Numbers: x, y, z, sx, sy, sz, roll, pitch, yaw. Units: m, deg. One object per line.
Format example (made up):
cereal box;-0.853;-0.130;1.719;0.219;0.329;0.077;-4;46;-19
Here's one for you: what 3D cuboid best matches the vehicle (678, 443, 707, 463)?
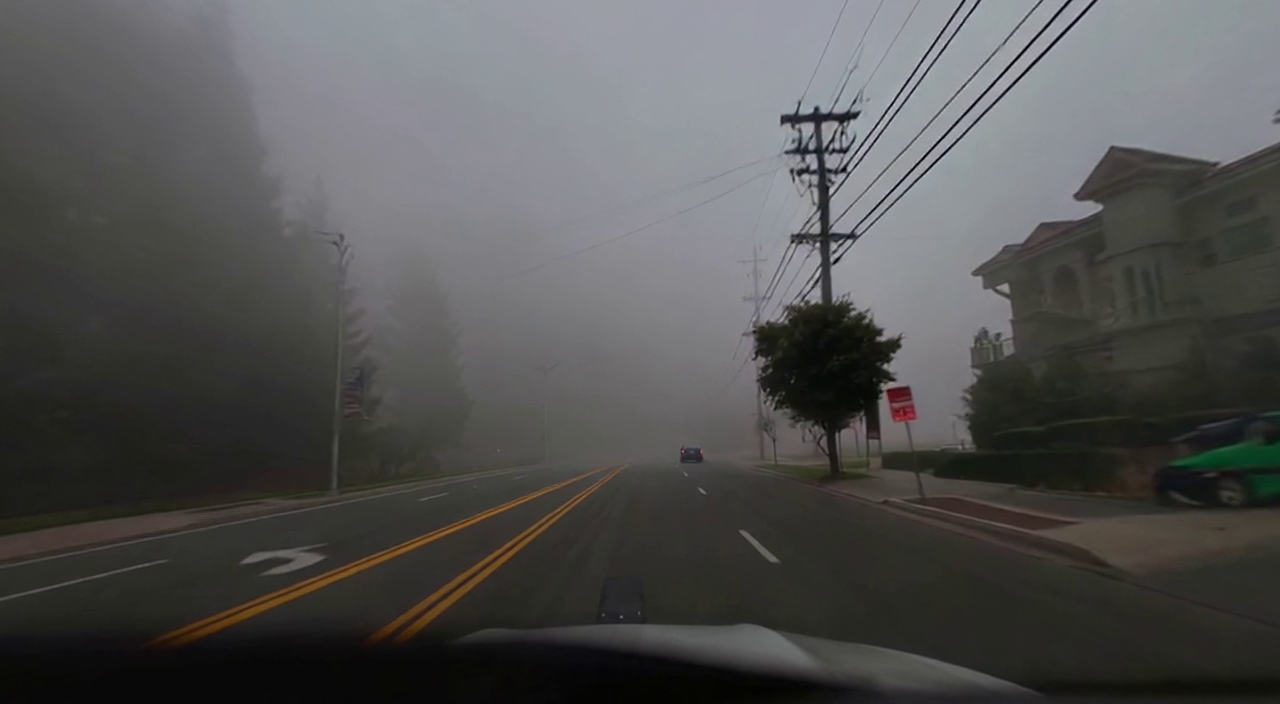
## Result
vehicle;3.874;7.538;47.298;2.015;1.467;4.117;-1;-8;3
